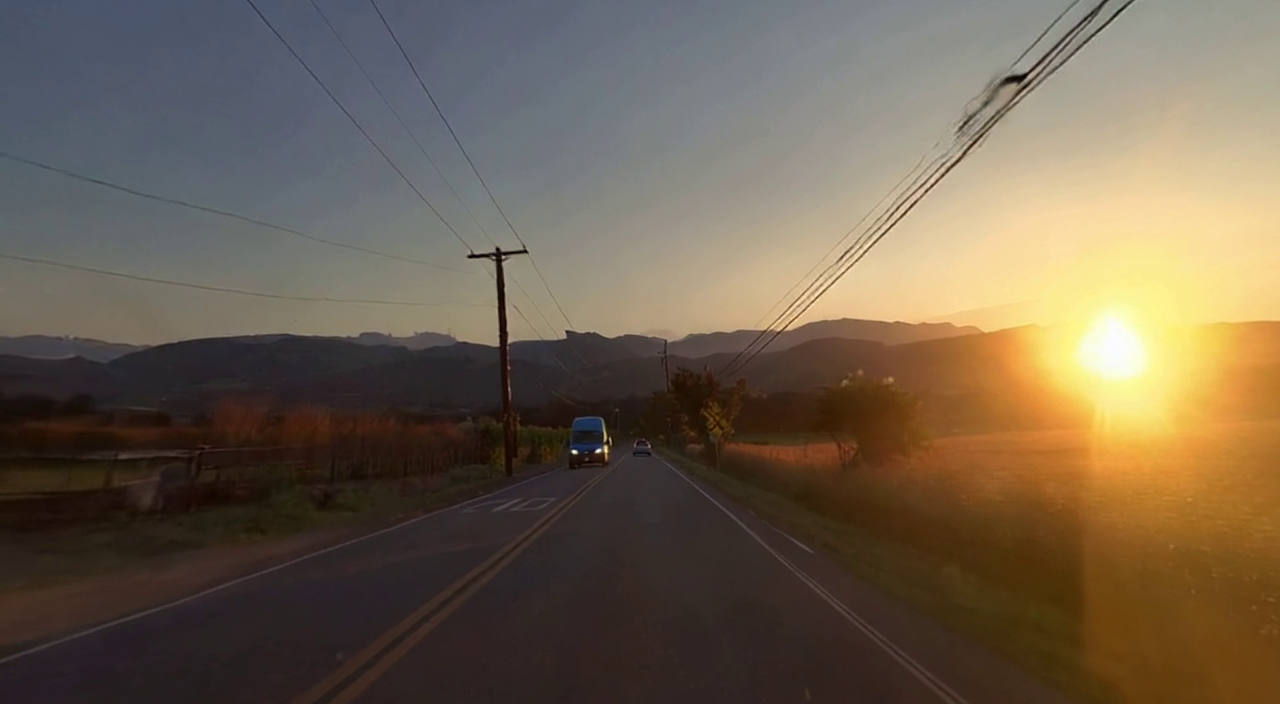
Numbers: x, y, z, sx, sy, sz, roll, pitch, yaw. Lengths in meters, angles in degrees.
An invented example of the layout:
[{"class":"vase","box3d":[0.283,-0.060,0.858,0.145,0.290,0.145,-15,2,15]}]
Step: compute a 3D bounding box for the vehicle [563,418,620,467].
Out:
[{"class":"vehicle","box3d":[-3.343,6.607,45.556,3.183,3.230,7.566,0,-8,2]}]
